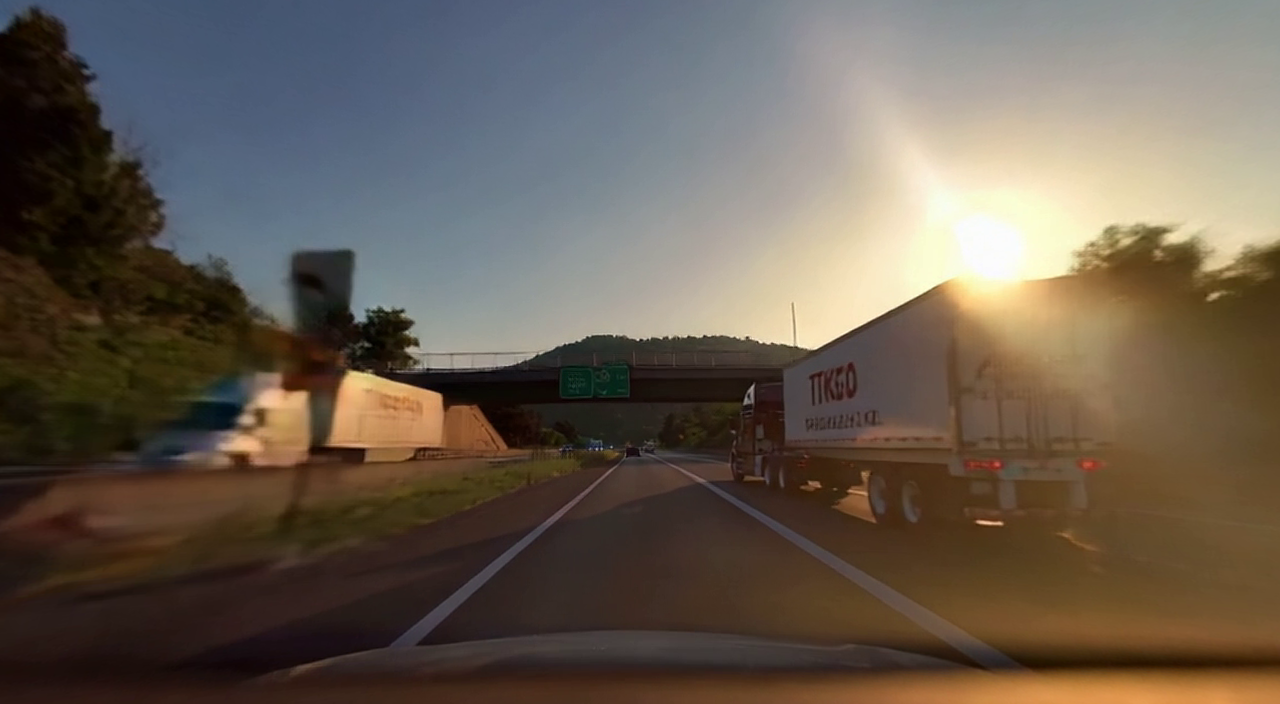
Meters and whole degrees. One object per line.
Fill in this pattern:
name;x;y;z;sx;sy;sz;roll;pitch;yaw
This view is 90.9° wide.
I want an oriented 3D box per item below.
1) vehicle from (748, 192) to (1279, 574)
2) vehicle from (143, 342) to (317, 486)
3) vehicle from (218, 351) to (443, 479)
vehicle;5.211;1.340;13.767;2.983;4.030;14.444;0;-9;-1
vehicle;-12.584;1.978;19.694;3.266;4.192;2.746;0;-9;0
vehicle;-12.601;3.149;28.201;3.221;4.368;13.553;0;-9;0
